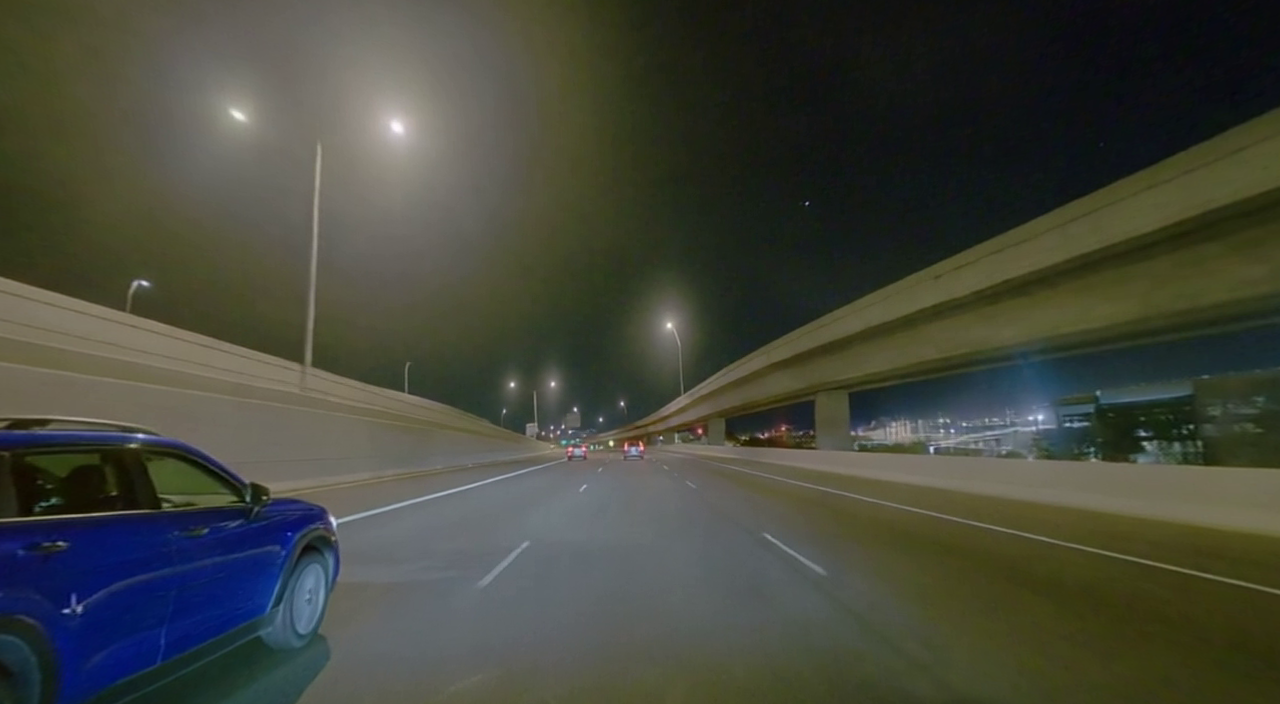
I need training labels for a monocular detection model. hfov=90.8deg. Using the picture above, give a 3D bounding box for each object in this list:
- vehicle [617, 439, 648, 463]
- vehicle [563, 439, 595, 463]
[{"bbox_3d":[-0.578,7.114,45.548,2.132,1.657,3.967,0,-8,-1],"label":"vehicle"},{"bbox_3d":[-4.433,7.253,46.335,2.000,1.646,4.201,0,-8,-1],"label":"vehicle"}]
